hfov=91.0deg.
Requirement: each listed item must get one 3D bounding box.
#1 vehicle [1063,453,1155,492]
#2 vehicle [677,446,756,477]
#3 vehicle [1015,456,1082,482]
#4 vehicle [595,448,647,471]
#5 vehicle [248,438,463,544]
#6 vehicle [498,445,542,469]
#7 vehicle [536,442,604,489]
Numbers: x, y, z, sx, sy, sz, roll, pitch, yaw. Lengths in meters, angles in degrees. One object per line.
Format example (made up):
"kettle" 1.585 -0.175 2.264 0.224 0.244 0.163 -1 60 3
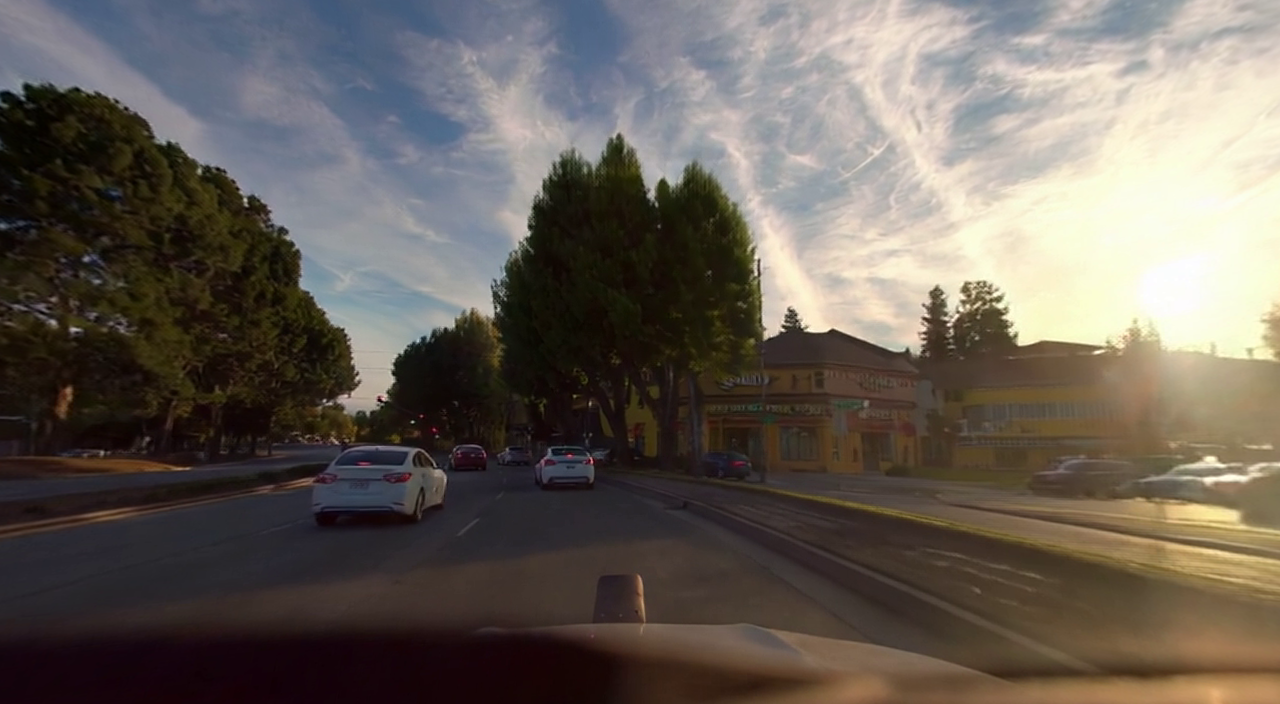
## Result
"vehicle" 22.332 5.675 29.934 4.486 1.658 2.031 6 -10 -34
"vehicle" 4.504 6.497 37.657 2.095 1.697 4.801 5 -10 -32
"vehicle" 25.555 7.265 39.314 4.378 1.445 2.084 6 -11 -37
"vehicle" -1.447 7.816 46.035 1.952 1.547 4.091 6 -10 -33
"vehicle" -4.763 2.351 11.515 2.105 1.477 4.857 1 -8 -6
"vehicle" -7.605 6.575 39.606 1.920 1.416 4.310 3 -9 -21
"vehicle" -2.569 3.952 22.324 2.001 1.483 4.442 2 -9 -11
